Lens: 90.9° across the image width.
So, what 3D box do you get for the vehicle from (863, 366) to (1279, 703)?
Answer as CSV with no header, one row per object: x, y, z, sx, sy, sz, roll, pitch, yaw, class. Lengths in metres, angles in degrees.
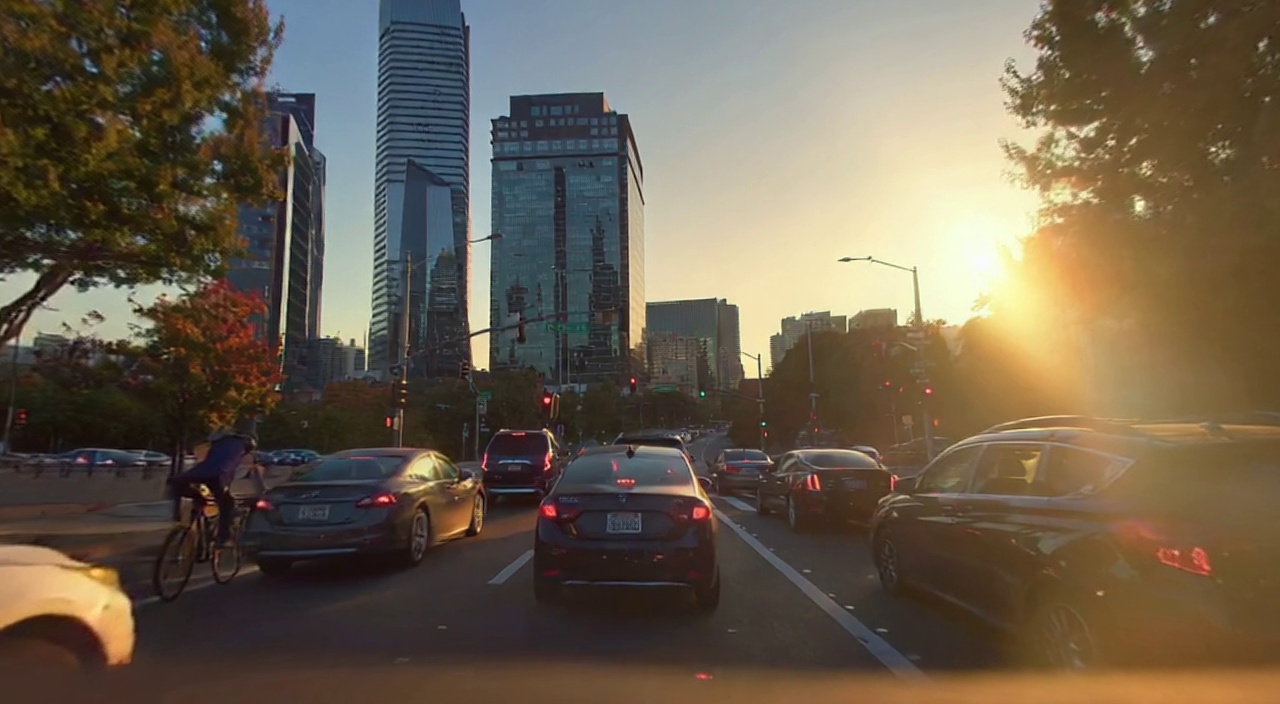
3.350,1.160,4.180,2.179,1.631,4.173,0,-8,0,vehicle

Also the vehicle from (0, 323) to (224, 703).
-3.088,0.589,0.681,2.181,1.723,4.550,0,-8,-1,vehicle

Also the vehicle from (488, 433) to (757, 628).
-0.132,1.636,6.735,2.031,1.461,3.763,0,-8,0,vehicle

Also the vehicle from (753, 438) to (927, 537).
3.576,2.486,12.317,1.973,1.537,4.533,0,-8,1,vehicle

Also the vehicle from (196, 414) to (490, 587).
-3.564,1.842,8.724,2.046,1.744,4.407,0,-8,-2,vehicle
